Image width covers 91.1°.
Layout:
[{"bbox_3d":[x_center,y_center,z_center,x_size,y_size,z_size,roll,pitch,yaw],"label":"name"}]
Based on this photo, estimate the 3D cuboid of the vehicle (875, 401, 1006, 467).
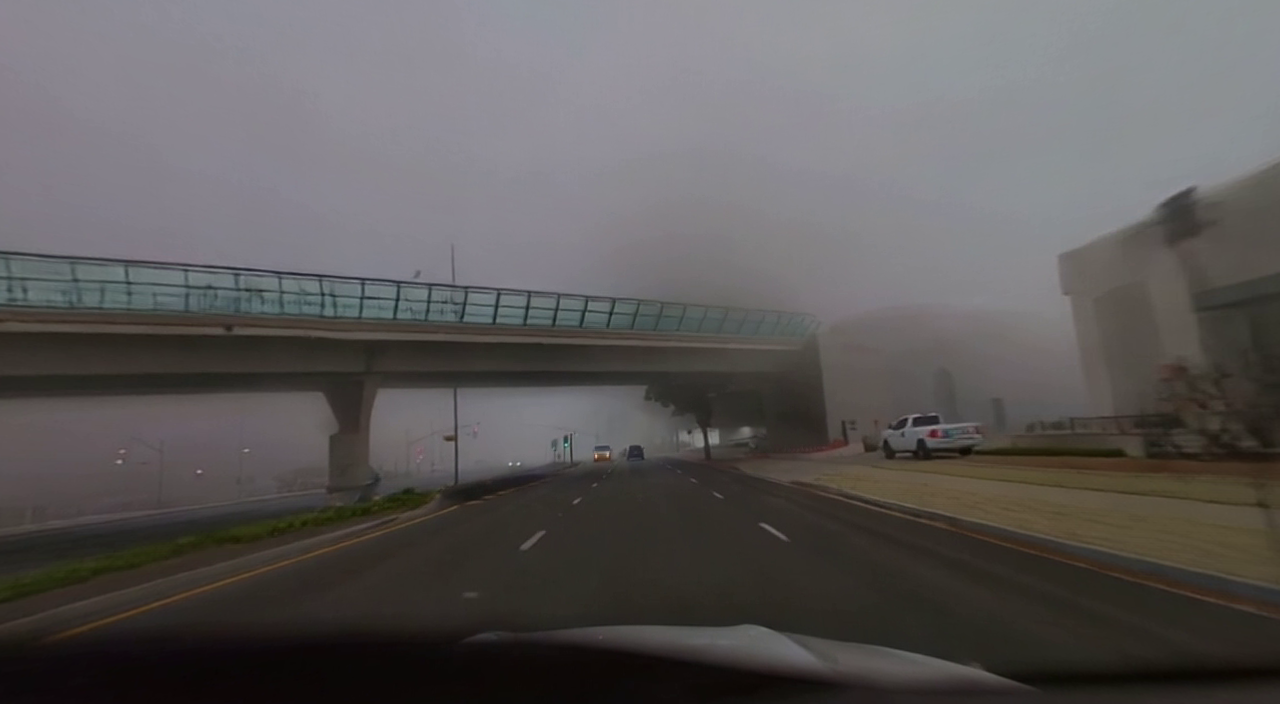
[{"bbox_3d":[10.576,2.986,22.596,2.244,1.866,4.603,-7,-9,0],"label":"vehicle"}]
